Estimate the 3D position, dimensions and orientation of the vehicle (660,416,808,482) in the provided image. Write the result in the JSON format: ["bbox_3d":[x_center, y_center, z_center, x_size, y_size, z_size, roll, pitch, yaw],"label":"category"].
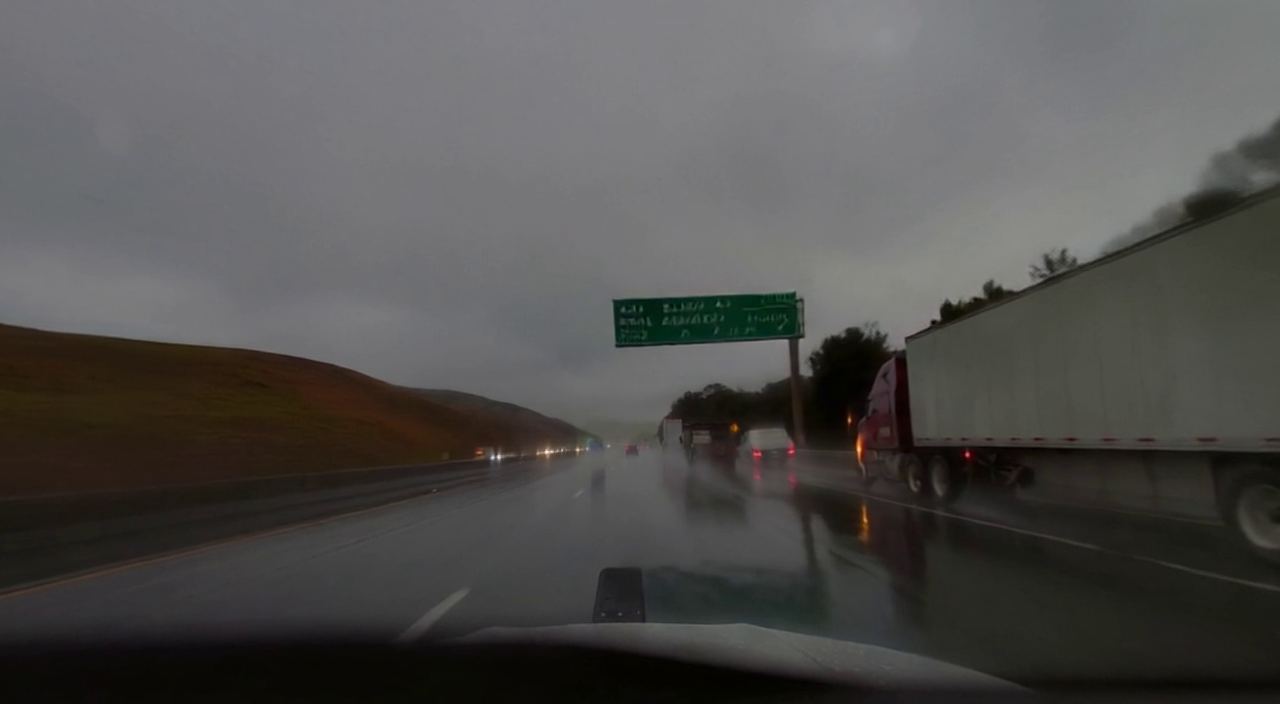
[{"bbox_3d":[3.360,3.609,23.594,5.075,2.277,2.365,0,-9,-3],"label":"vehicle"}]

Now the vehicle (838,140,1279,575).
[{"bbox_3d":[7.703,0.848,11.433,2.935,4.187,16.357,0,-9,0],"label":"vehicle"}]
